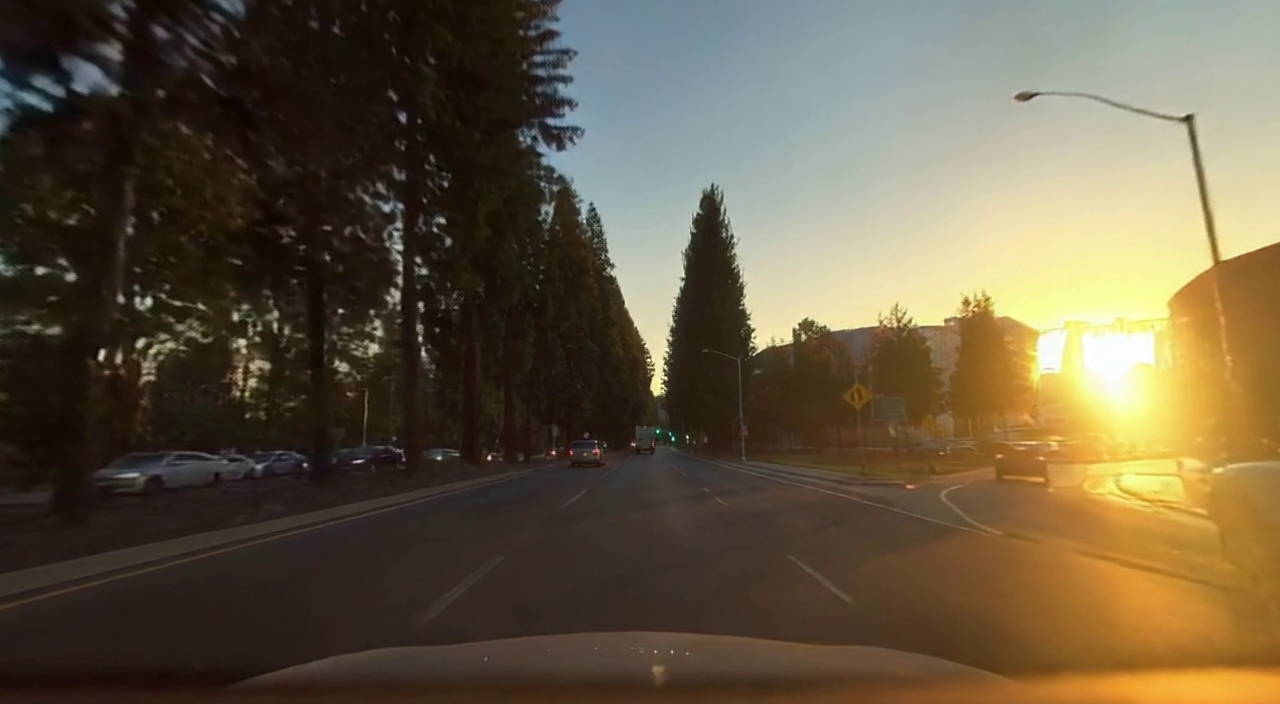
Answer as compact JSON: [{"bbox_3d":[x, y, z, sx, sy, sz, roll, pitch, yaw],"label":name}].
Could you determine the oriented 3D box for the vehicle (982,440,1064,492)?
[{"bbox_3d":[14.406,4.241,23.965,2.280,1.757,4.572,-5,-10,28],"label":"vehicle"}]

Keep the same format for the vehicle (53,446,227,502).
[{"bbox_3d":[-16.587,4.015,21.300,2.042,1.654,4.603,0,-9,1],"label":"vehicle"}]

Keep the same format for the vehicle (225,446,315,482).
[{"bbox_3d":[-19.945,6.060,34.258,2.036,1.770,4.623,1,-10,0],"label":"vehicle"}]

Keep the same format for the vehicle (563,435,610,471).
[{"bbox_3d":[-3.072,5.941,37.264,2.255,1.940,4.822,0,-8,1],"label":"vehicle"}]

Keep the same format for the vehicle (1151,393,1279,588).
[{"bbox_3d":[7.631,1.276,5.424,2.381,2.008,5.971,-2,-9,11],"label":"vehicle"}]

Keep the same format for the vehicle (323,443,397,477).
[{"bbox_3d":[-16.129,6.213,36.616,2.182,1.790,4.713,0,-8,0],"label":"vehicle"}]
